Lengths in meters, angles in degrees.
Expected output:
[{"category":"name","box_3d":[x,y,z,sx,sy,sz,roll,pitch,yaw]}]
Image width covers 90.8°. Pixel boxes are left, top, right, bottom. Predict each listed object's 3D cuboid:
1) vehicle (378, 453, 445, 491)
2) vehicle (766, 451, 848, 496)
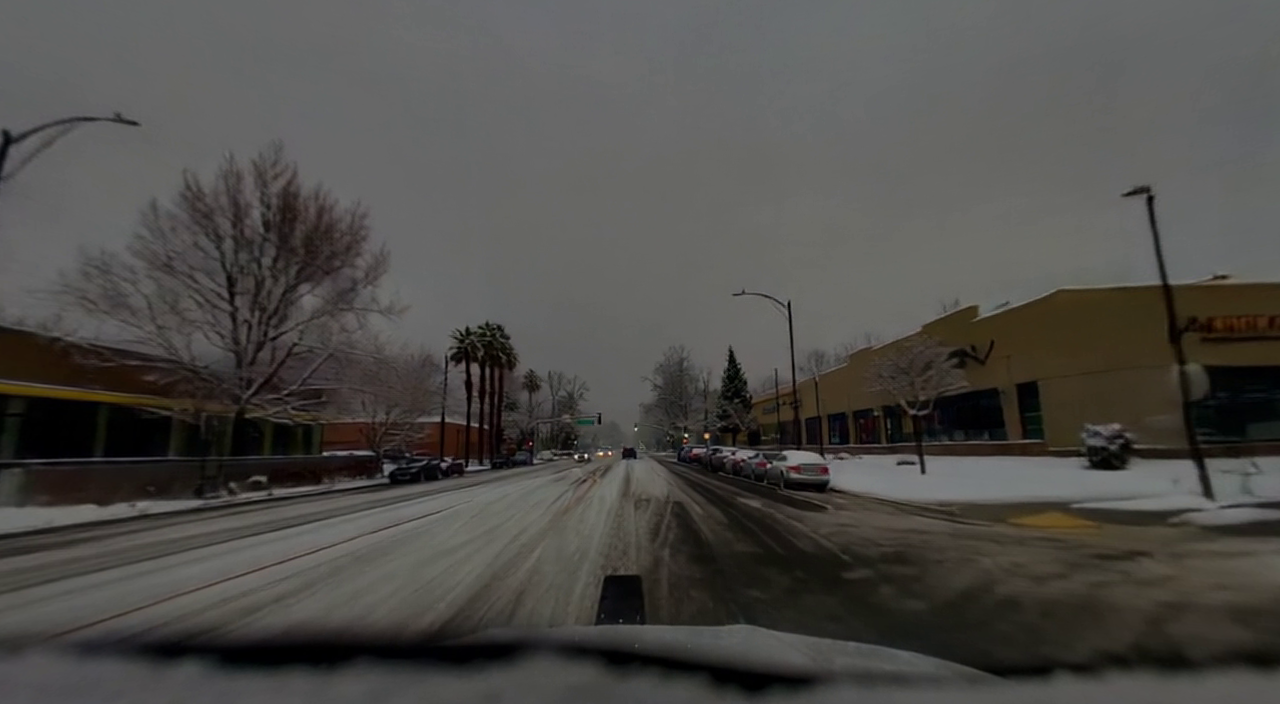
[{"category":"vehicle","box_3d":[-13.010,6.816,36.310,1.975,1.570,5.265,-8,-7,-3]},{"category":"vehicle","box_3d":[6.377,4.665,24.690,1.840,1.503,4.760,0,-9,-1]}]
